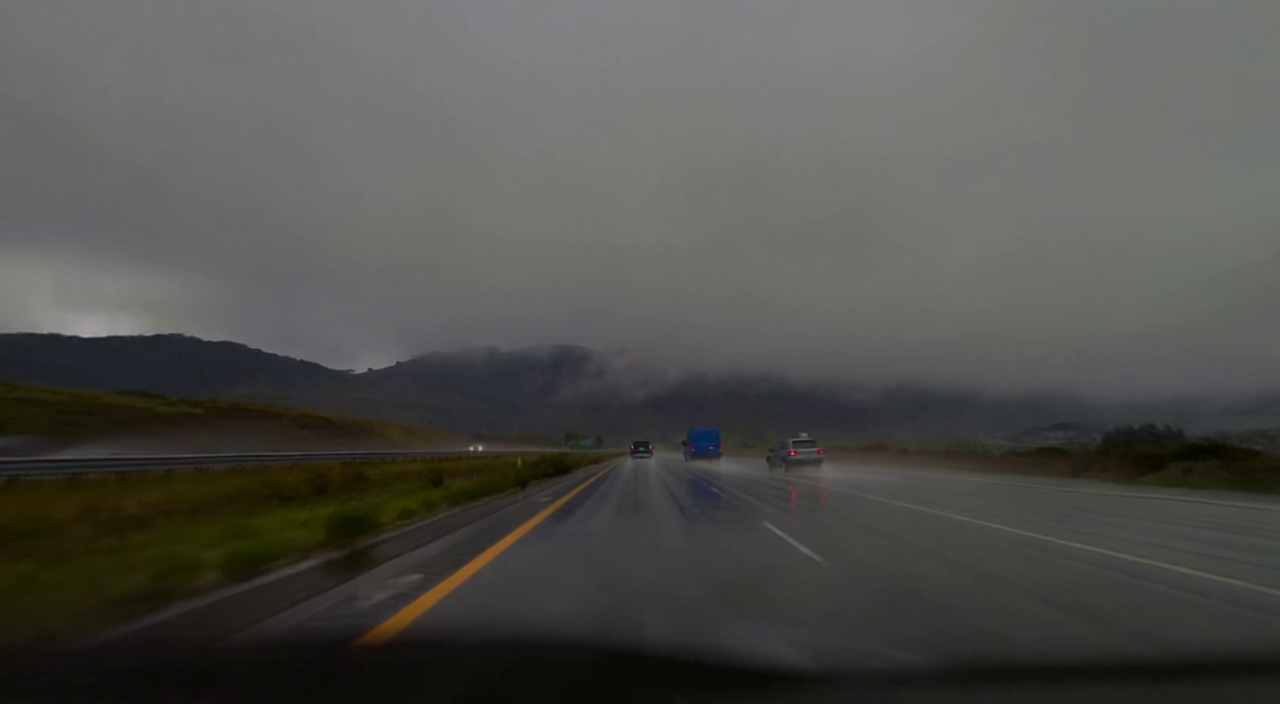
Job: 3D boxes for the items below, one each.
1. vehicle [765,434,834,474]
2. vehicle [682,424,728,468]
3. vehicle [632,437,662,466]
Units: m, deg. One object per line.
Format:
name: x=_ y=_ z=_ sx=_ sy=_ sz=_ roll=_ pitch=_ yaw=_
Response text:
vehicle: x=8.180 y=5.302 z=32.915 sx=2.240 sy=1.925 sz=4.854 roll=0 pitch=-8 yaw=-1
vehicle: x=4.148 y=6.150 z=41.228 sx=2.302 sy=2.670 sz=6.176 roll=0 pitch=-8 yaw=-1
vehicle: x=0.499 y=7.700 z=48.942 sx=2.131 sy=2.122 sz=4.473 roll=0 pitch=-8 yaw=-1
